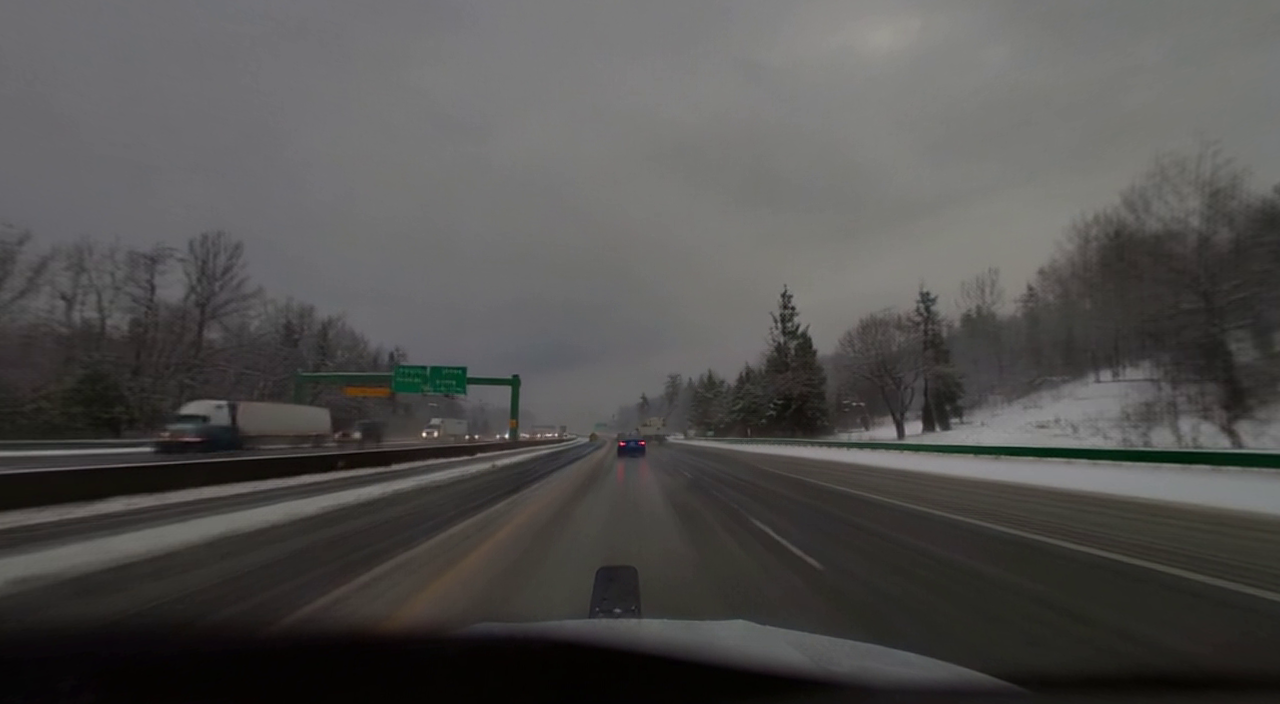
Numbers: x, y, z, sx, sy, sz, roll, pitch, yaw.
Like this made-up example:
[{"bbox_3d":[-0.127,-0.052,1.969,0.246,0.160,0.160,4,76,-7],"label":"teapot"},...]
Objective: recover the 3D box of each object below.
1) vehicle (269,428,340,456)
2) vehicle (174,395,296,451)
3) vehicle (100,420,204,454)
[{"bbox_3d":[-18.548,4.993,34.964,1.785,1.452,4.015,0,-8,-1],"label":"vehicle"},{"bbox_3d":[-30.909,5.627,48.754,2.986,3.891,10.108,0,-8,-2],"label":"vehicle"},{"bbox_3d":[-25.923,4.561,33.641,1.904,1.680,4.621,0,-8,-1],"label":"vehicle"}]
